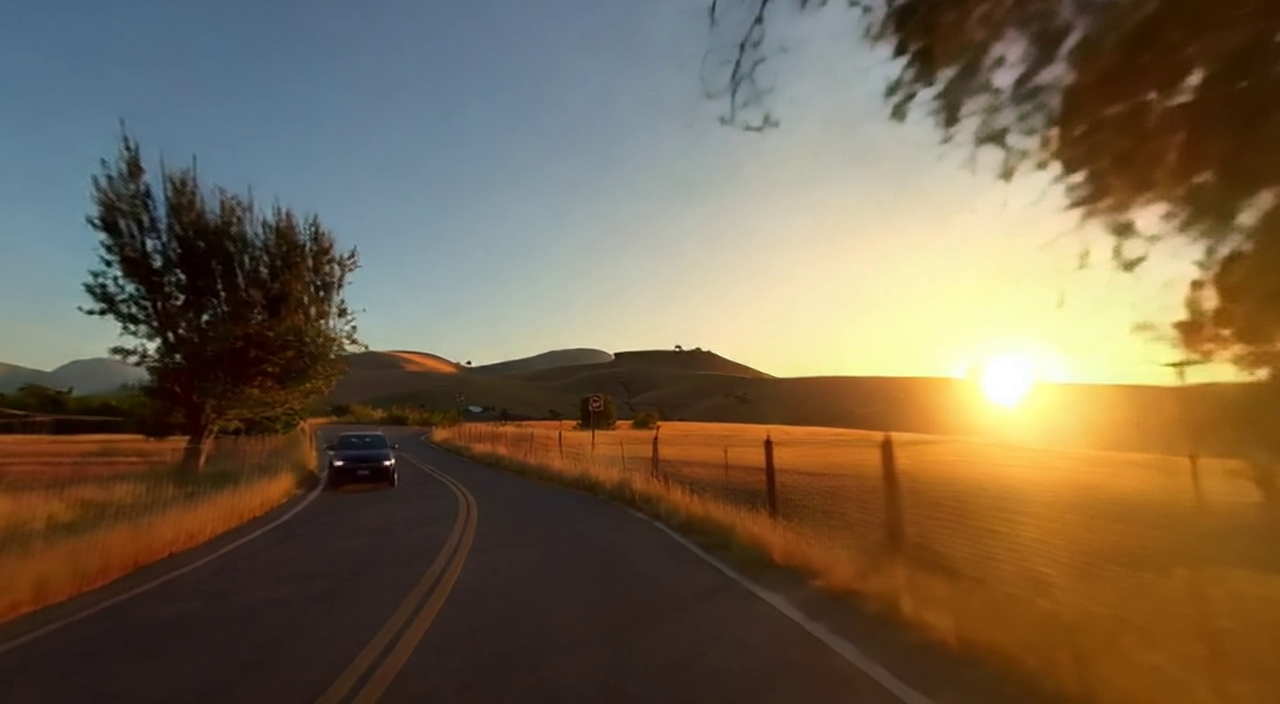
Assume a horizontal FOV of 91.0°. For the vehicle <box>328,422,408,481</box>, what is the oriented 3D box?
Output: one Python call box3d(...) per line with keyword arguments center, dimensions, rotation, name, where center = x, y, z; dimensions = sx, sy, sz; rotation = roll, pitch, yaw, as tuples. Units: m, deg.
box3d(center=(-8.559, 3.067, 19.932), dimensions=(2.075, 1.562, 4.241), rotation=(1, -7, -22), name="vehicle")
